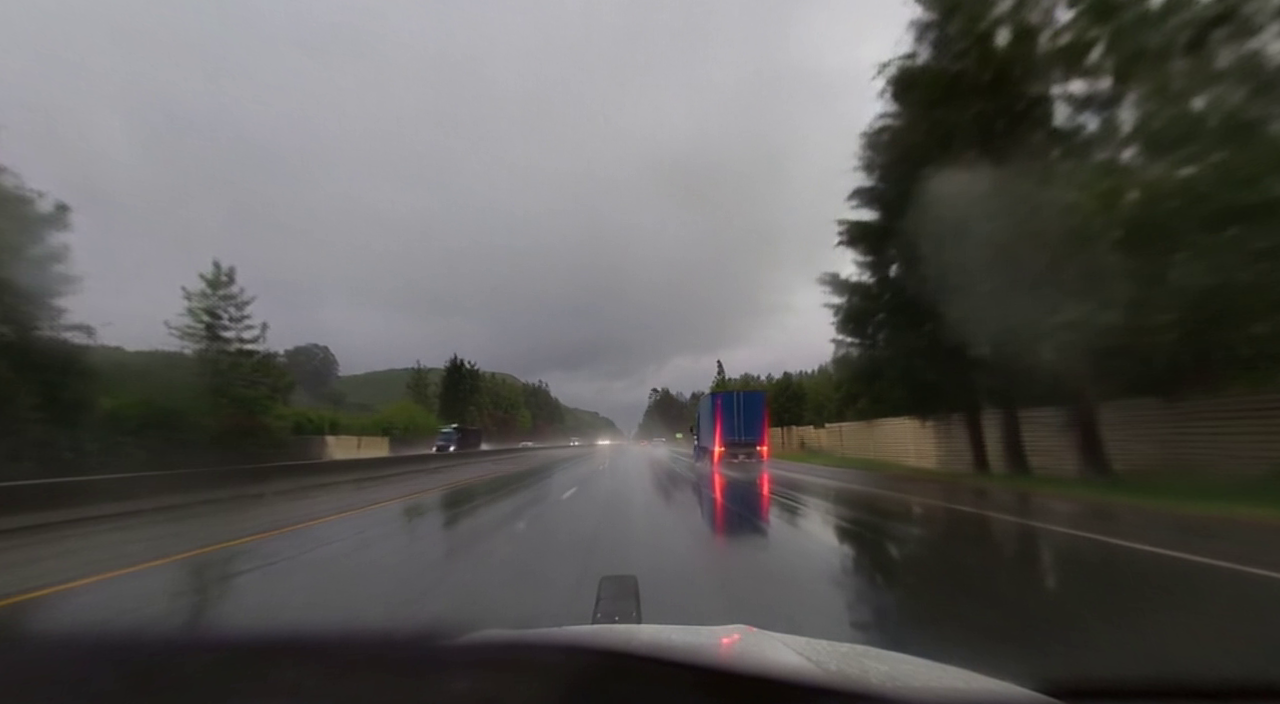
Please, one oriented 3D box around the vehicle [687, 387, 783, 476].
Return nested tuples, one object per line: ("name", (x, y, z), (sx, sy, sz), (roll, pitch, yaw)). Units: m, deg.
("vehicle", (3.907, 3.556, 27.879), (2.766, 3.349, 7.796), (0, -8, -2))
